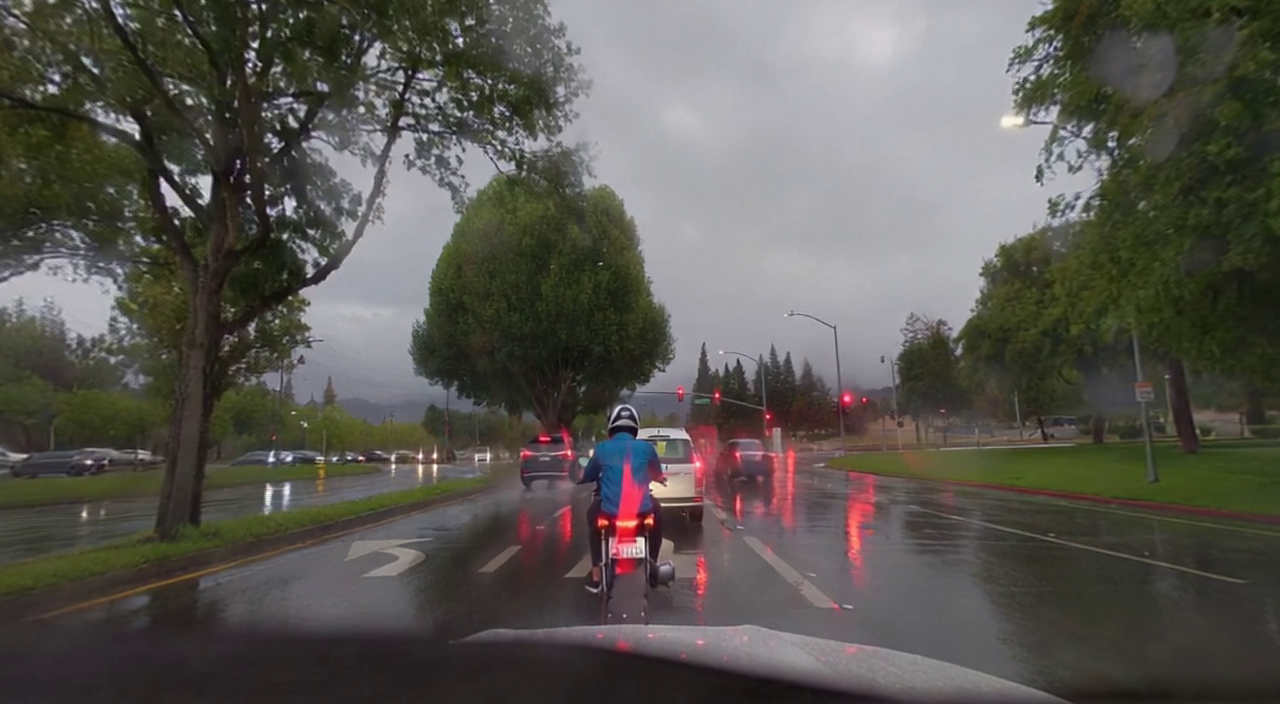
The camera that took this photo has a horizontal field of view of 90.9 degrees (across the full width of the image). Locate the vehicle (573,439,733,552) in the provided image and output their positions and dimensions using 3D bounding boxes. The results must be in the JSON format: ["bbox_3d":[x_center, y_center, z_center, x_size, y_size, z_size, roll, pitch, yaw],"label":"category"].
[{"bbox_3d":[0.146,2.206,10.530,2.093,1.450,4.437,0,-8,-1],"label":"vehicle"}]

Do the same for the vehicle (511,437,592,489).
[{"bbox_3d":[-3.055,3.948,22.862,2.056,1.647,5.045,-1,-8,2],"label":"vehicle"}]

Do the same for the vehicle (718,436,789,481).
[{"bbox_3d":[4.562,4.339,25.953,2.075,1.661,4.229,0,-8,0],"label":"vehicle"}]
